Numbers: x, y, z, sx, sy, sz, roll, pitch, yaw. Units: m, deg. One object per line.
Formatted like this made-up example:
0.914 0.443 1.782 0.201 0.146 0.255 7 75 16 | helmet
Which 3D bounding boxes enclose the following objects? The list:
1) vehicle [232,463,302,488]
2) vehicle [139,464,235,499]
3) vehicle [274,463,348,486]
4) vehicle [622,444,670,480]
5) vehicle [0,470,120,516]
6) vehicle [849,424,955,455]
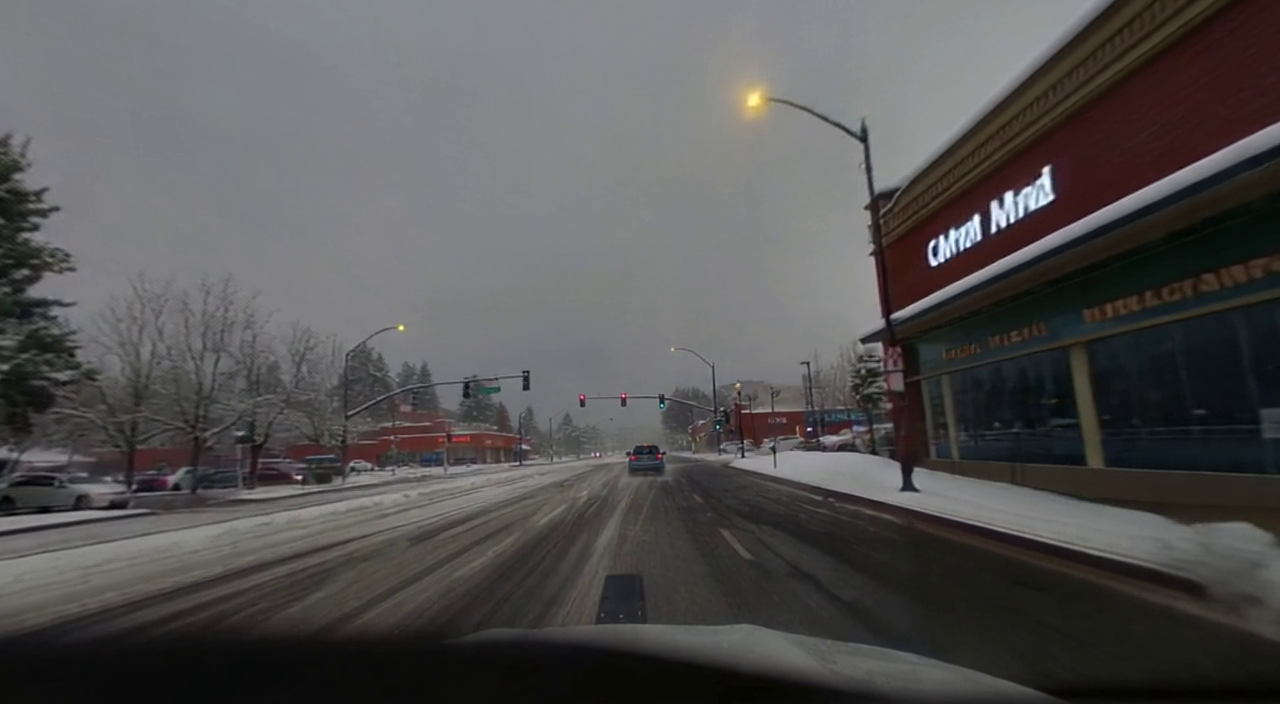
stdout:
-25.845 8.557 43.851 3.790 1.515 1.704 8 -12 -43 | vehicle
-25.660 7.326 35.984 4.256 1.697 1.817 5 -10 -32 | vehicle
-25.153 9.346 48.381 2.007 1.466 4.543 -8 -12 42 | vehicle
0.287 4.834 28.076 1.977 1.451 4.032 -1 -9 1 | vehicle
-24.876 5.907 26.627 4.310 1.663 1.881 6 -10 -35 | vehicle
13.284 4.463 32.226 4.466 1.553 2.060 0 -8 -1 | vehicle
